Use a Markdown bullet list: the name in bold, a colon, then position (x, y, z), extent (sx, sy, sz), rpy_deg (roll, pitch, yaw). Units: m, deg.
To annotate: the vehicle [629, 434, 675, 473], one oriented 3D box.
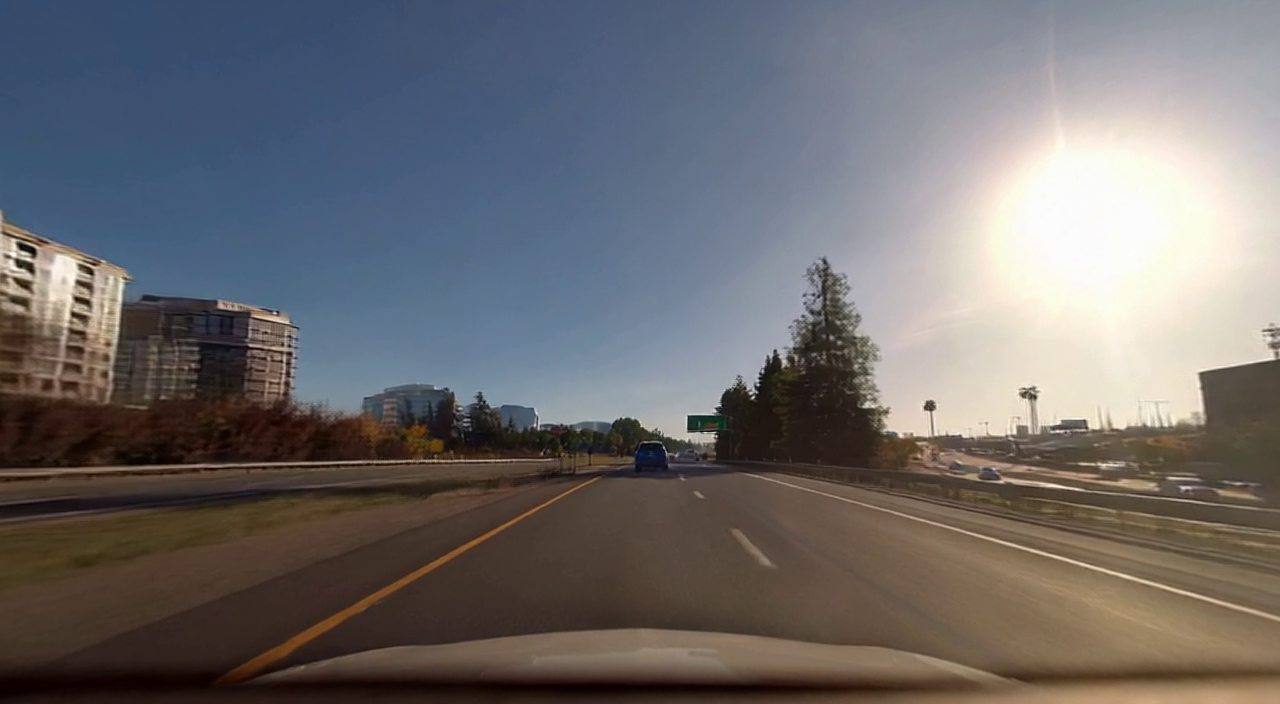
- **vehicle**: position (0.774, 6.021, 37.264), extent (2.546, 2.126, 5.153), rpy_deg (-1, -9, 2)
